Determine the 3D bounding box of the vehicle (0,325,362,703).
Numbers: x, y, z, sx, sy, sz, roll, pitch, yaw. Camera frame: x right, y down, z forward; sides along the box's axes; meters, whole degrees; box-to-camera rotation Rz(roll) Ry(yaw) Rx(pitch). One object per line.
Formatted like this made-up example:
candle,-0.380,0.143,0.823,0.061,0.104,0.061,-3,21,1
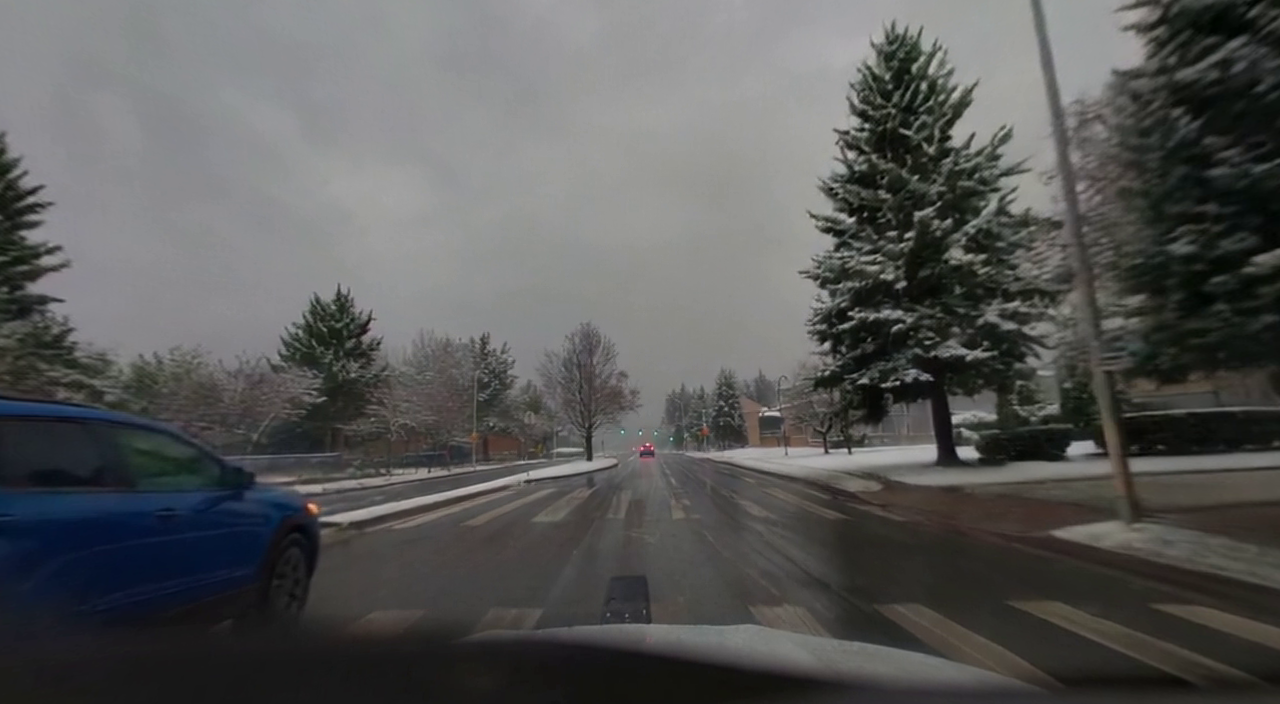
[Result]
vehicle,-3.628,0.983,3.466,2.251,1.800,4.959,0,-9,-4

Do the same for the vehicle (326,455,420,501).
vehicle,-10.698,5.047,25.625,1.813,1.578,4.332,-1,-8,2
